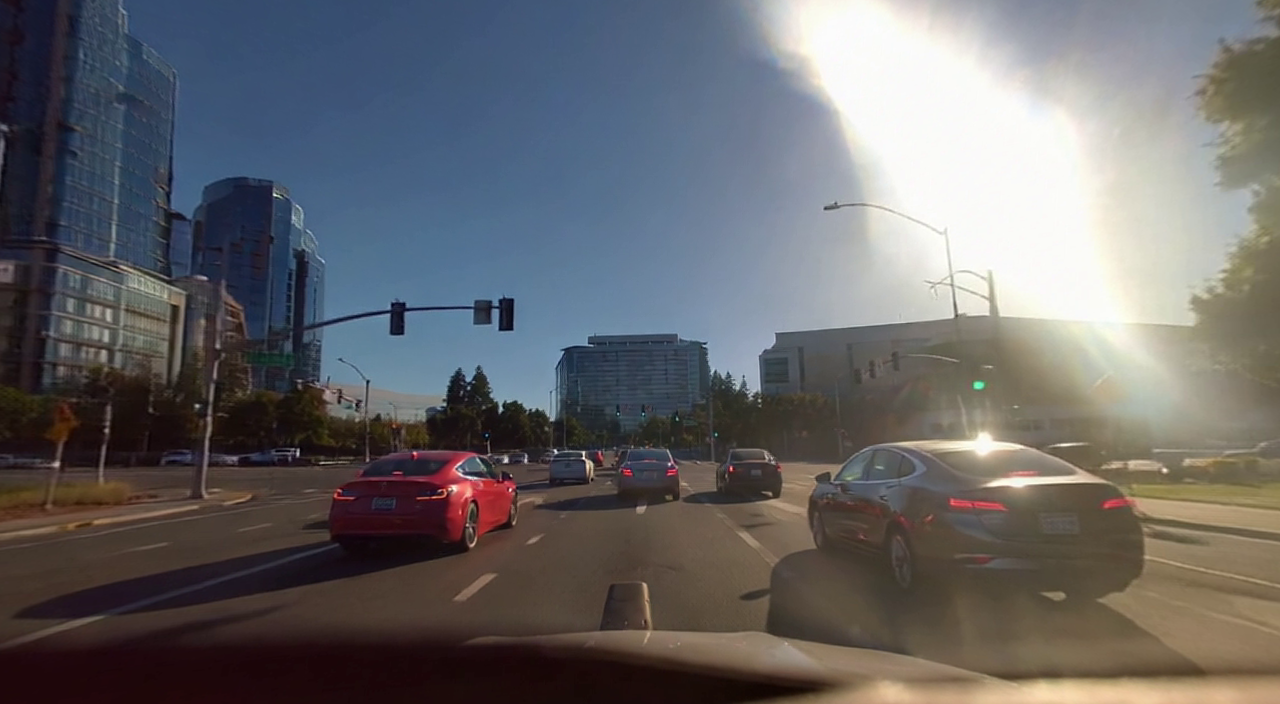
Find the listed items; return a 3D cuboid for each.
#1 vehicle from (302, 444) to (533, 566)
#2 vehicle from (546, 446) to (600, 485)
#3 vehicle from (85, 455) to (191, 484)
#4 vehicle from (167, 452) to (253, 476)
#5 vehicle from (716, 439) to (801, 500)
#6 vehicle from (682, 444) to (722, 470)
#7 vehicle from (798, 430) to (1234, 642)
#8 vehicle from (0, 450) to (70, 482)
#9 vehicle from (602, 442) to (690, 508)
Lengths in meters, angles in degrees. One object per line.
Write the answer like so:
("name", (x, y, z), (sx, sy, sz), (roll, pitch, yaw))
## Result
("vehicle", (-3.151, 2.238, 10.094), (2.015, 1.478, 4.407), (-1, -8, 1))
("vehicle", (-2.879, 4.939, 27.818), (2.089, 1.537, 4.073), (0, -8, -2))
("vehicle", (-29.689, 6.947, 37.370), (4.551, 1.533, 2.070), (-1, -8, 2))
("vehicle", (-30.243, 7.872, 44.415), (4.427, 1.629, 2.213), (-1, -8, 2))
("vehicle", (3.654, 3.695, 20.238), (1.938, 1.732, 4.006), (0, -8, 0))
("vehicle", (4.051, 6.948, 42.029), (2.138, 1.624, 4.417), (0, -8, -1))
("vehicle", (3.342, 1.691, 6.986), (1.951, 1.522, 4.614), (0, -8, 0))
("vehicle", (-38.012, 6.879, 37.986), (5.268, 1.770, 2.107), (-2, -9, 1))
("vehicle", (0.098, 3.319, 17.496), (2.144, 1.563, 4.218), (0, -9, -1))
